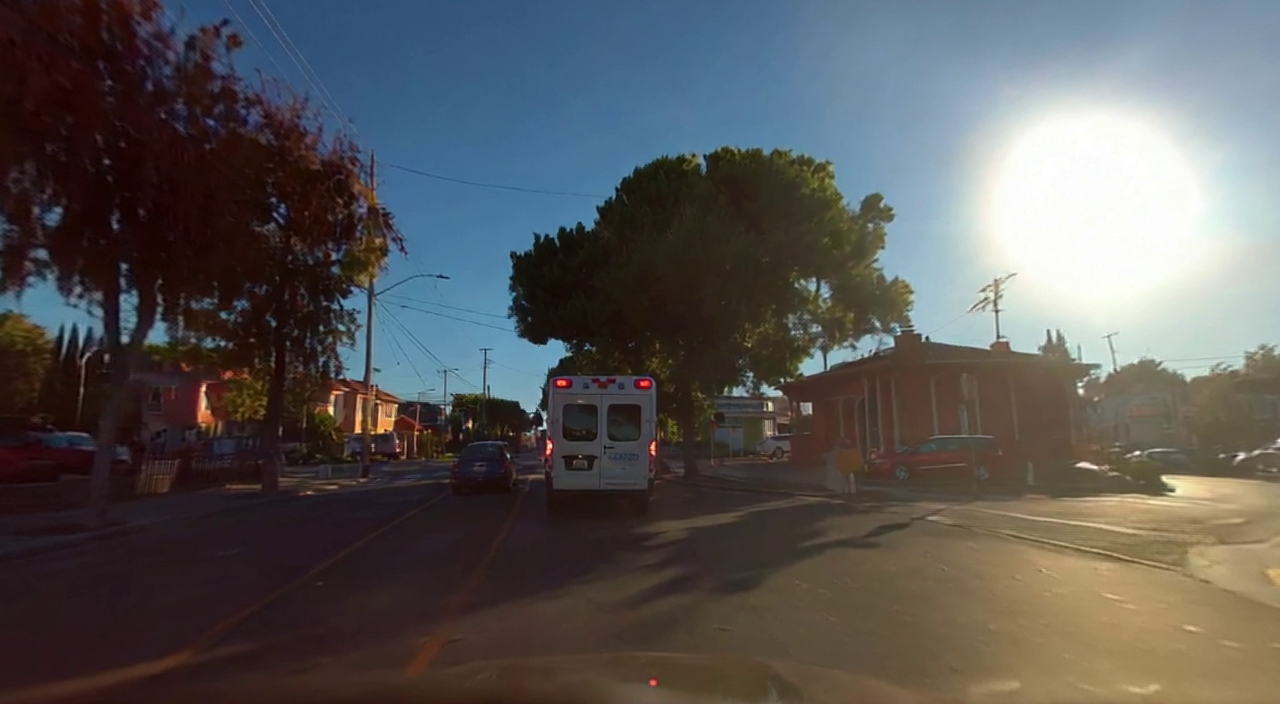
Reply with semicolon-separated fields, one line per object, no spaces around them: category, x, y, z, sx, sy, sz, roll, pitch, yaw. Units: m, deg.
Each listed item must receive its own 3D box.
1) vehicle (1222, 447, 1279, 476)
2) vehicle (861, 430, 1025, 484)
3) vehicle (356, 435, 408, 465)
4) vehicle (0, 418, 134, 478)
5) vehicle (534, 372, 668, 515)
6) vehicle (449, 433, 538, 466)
vehicle;37.621;6.537;37.895;2.114;1.588;3.888;-4;-9;12
vehicle;11.767;4.133;24.985;5.270;1.966;2.329;-1;-8;8
vehicle;-16.686;6.294;40.721;2.290;1.776;4.947;5;-10;-30
vehicle;-19.554;2.973;19.155;5.910;1.681;2.579;1;-11;-7
vehicle;-0.792;2.081;14.490;2.444;2.640;5.482;0;-8;-2
vehicle;-8.397;5.645;36.486;4.502;1.810;2.056;-1;-8;8
